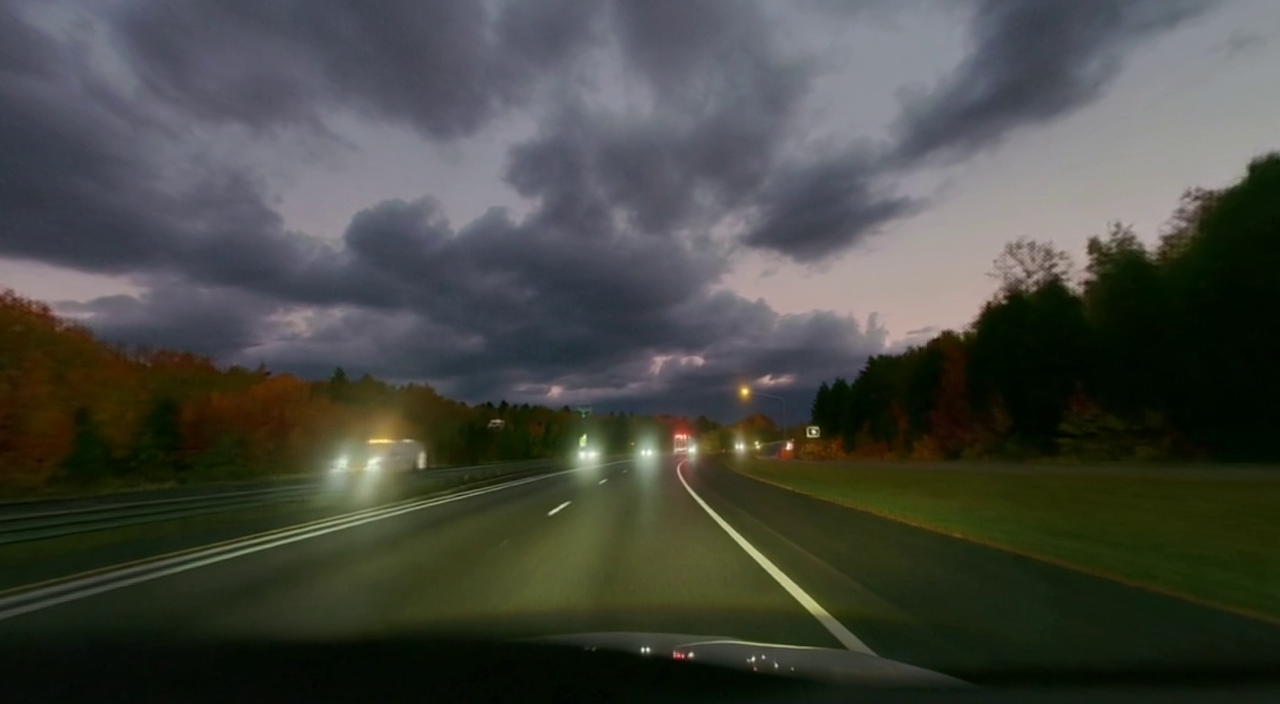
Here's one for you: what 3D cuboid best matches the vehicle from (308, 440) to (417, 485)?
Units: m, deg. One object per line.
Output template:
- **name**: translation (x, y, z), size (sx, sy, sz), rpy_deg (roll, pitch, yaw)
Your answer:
- **vehicle**: translation (-12.043, 4.832, 27.712), size (2.145, 1.788, 5.253), rpy_deg (-1, -9, 4)
